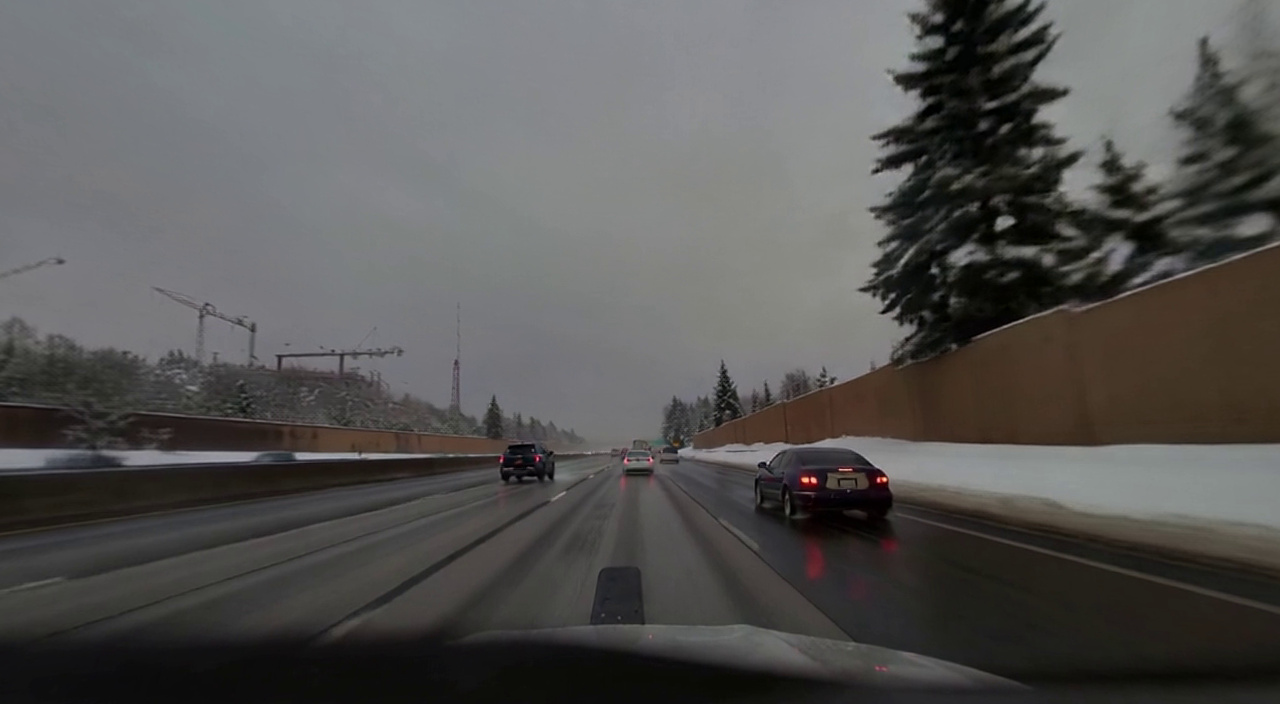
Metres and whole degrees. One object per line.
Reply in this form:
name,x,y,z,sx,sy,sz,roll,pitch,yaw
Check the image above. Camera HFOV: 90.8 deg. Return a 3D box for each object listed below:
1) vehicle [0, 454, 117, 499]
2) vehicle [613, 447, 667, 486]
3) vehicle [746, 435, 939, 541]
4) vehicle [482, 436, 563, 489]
vehicle,-22.187,4.531,23.447,1.731,1.441,4.380,0,-9,0
vehicle,-0.020,4.597,25.690,2.045,1.452,4.040,0,-9,-1
vehicle,3.320,2.312,11.469,1.917,1.507,4.540,0,-9,-1
vehicle,-4.243,4.080,23.640,2.121,1.775,4.335,0,-9,1
